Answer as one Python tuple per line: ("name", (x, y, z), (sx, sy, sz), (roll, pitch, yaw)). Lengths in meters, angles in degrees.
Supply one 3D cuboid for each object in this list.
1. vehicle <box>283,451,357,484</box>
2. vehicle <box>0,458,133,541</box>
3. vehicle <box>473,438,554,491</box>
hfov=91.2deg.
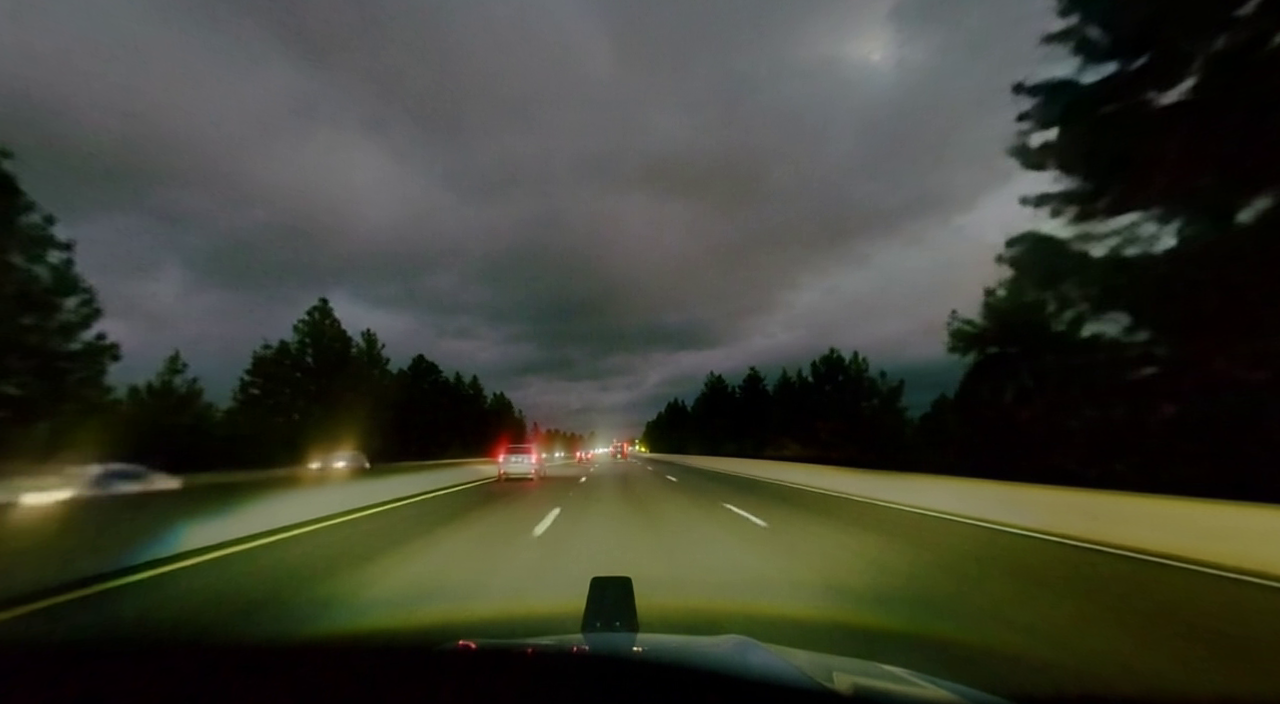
("vehicle", (-17.698, 6.387, 34.904), (1.929, 1.643, 4.311), (0, -9, -2))
("vehicle", (-13.078, 3.000, 12.974), (1.860, 1.507, 3.987), (0, -9, -2))
("vehicle", (-4.402, 3.975, 22.529), (2.151, 1.693, 4.201), (0, -9, -2))
